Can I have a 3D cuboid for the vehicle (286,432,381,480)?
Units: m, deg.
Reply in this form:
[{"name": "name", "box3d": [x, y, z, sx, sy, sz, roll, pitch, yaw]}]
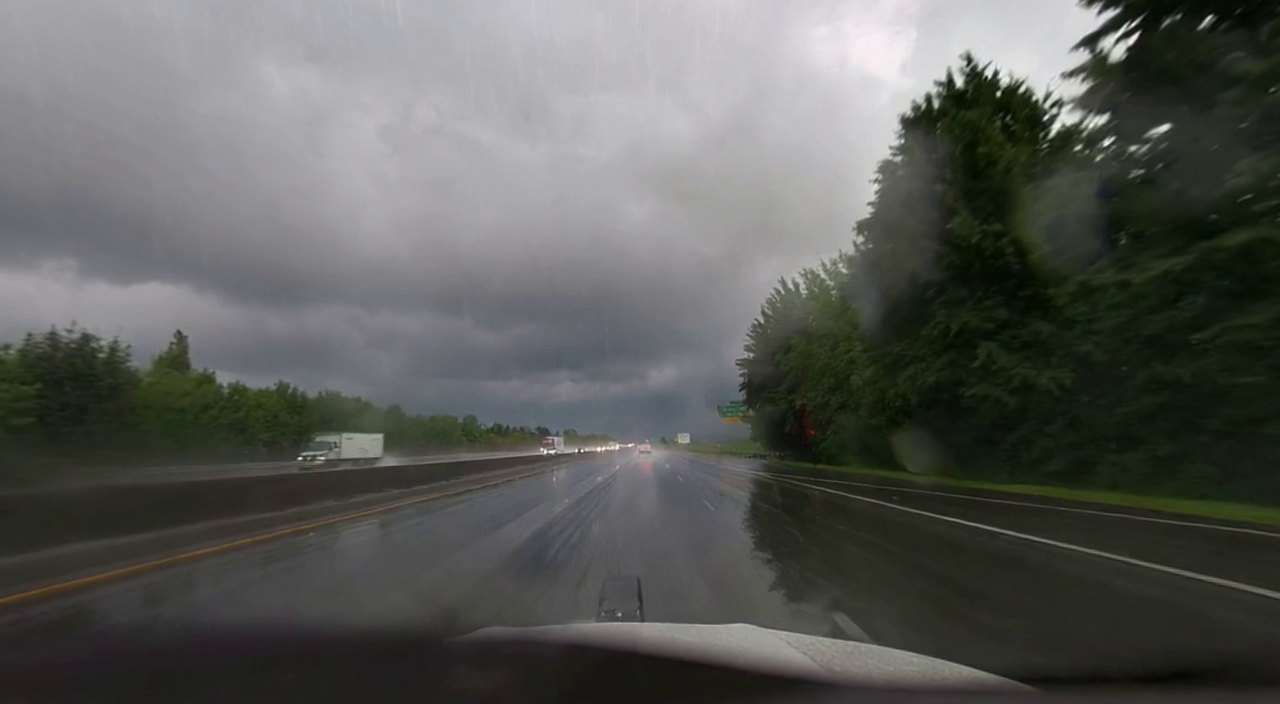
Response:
[{"name": "vehicle", "box3d": [-19.672, 6.733, 40.917, 2.676, 2.841, 6.852, -1, -9, 0]}]
